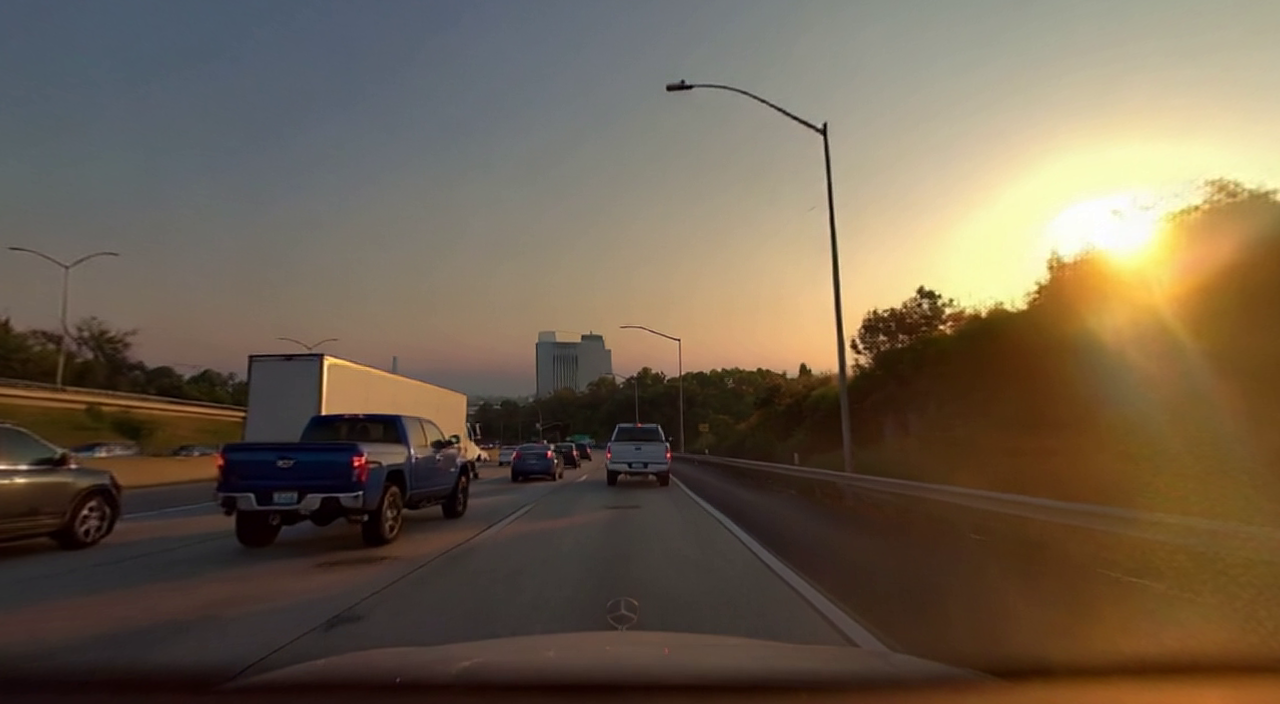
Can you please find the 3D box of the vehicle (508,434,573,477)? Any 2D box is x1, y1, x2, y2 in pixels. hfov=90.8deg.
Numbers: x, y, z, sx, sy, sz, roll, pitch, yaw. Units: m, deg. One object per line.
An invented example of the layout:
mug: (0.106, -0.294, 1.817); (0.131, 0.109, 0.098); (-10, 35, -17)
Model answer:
vehicle: (-4.664, 4.961, 30.486); (2.329, 1.859, 4.823); (0, -9, 0)

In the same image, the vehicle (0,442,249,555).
vehicle: (-8.568, 2.177, 10.138); (1.893, 1.409, 4.154); (0, -9, 1)

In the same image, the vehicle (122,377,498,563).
vehicle: (-4.148, 1.683, 9.626); (2.575, 1.958, 5.730); (0, -9, 1)

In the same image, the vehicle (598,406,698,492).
vehicle: (0.129, 3.398, 22.283); (2.886, 2.471, 7.692); (0, -9, -1)
